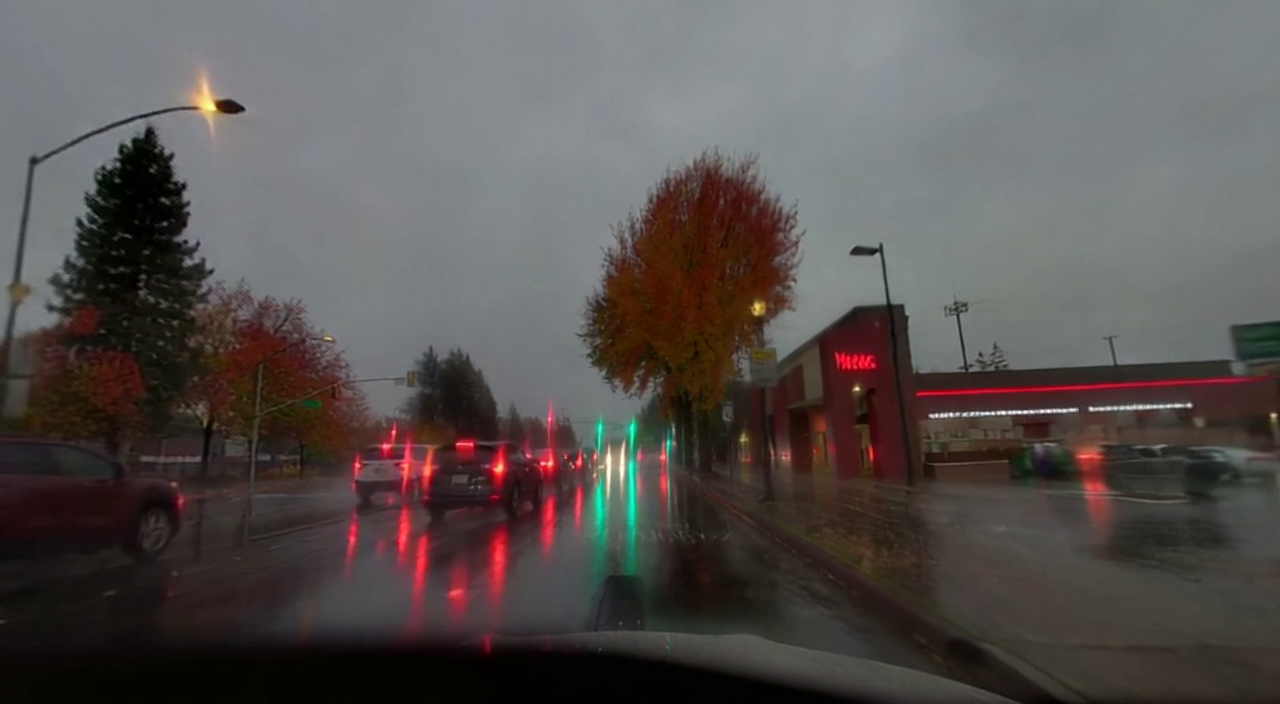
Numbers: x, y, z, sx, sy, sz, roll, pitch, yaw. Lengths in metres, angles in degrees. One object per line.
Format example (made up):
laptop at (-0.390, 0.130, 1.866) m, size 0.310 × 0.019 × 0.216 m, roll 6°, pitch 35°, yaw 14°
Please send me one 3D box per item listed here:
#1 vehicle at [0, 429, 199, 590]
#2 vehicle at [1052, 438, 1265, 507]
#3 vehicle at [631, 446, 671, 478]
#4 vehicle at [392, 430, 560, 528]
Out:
vehicle at (-7.363, 1.655, 6.866) m, size 1.932 × 1.596 × 4.247 m, roll 0°, pitch -9°, yaw 1°
vehicle at (14.422, 3.350, 17.954) m, size 1.963 × 1.703 × 4.447 m, roll 1°, pitch -9°, yaw -6°
vehicle at (0.620, 6.207, 35.798) m, size 2.144 × 1.704 × 4.028 m, roll 0°, pitch -9°, yaw 1°
vehicle at (-3.121, 2.545, 13.191) m, size 2.165 × 1.663 × 4.513 m, roll 0°, pitch -9°, yaw 2°
